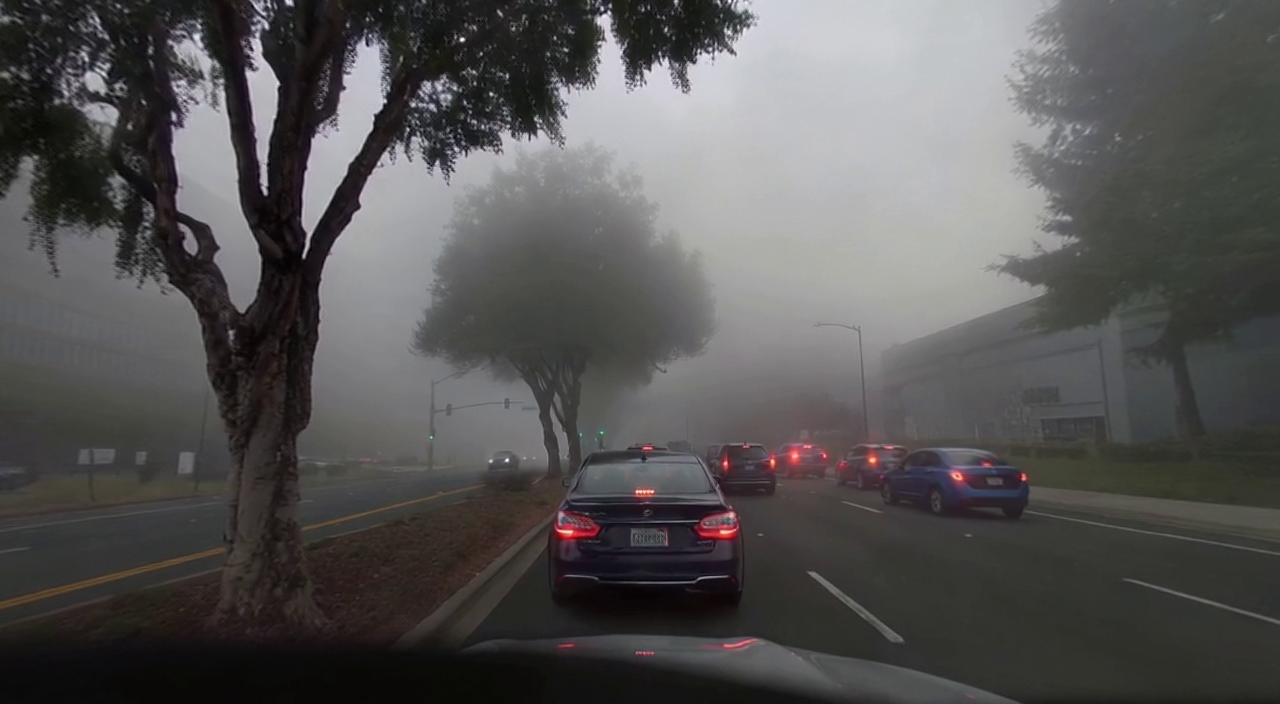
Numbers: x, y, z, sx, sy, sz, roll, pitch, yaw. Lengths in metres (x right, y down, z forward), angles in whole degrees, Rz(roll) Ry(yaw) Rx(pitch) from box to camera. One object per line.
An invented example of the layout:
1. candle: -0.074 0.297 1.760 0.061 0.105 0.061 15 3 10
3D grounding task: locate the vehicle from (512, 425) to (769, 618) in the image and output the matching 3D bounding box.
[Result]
1. vehicle: -0.024 1.626 7.105 1.977 1.465 4.376 0 -8 -1

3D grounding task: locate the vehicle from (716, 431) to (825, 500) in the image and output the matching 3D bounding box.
1. vehicle: 3.610 3.221 18.391 2.114 1.736 4.553 0 -8 -1

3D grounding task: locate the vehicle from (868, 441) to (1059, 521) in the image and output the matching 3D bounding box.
1. vehicle: 6.872 2.751 14.063 1.911 1.468 4.417 0 -8 0
